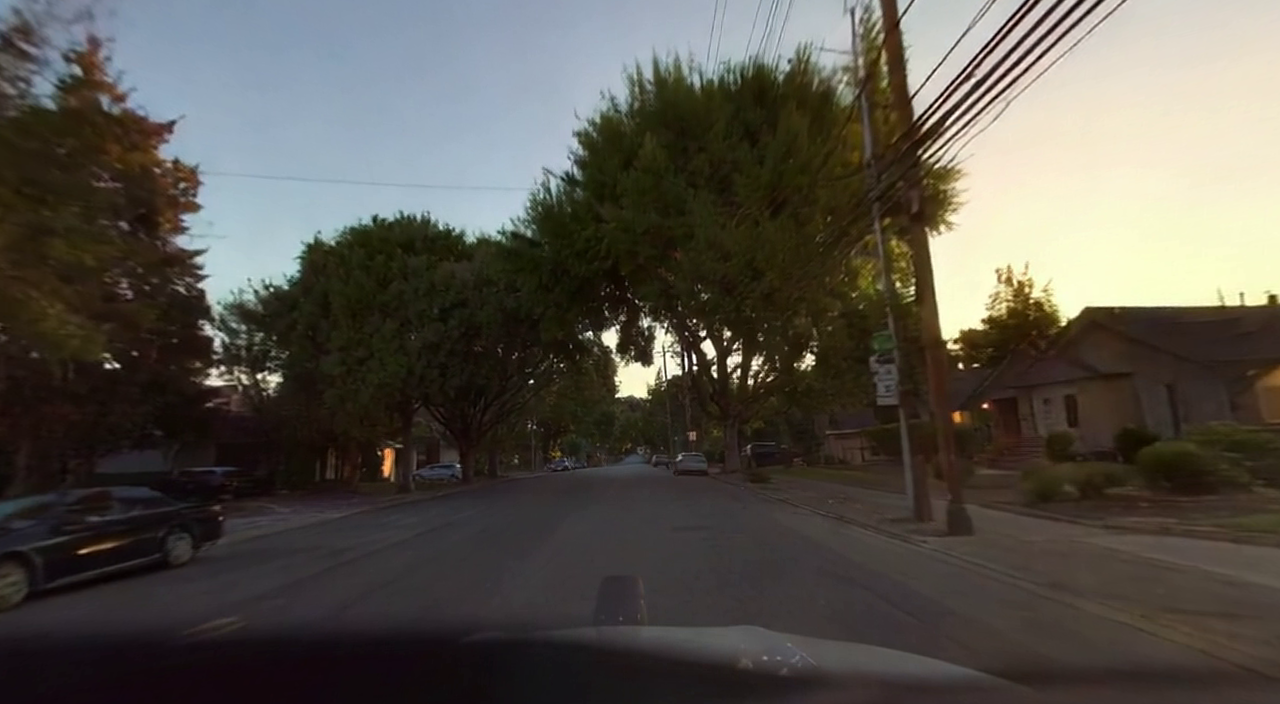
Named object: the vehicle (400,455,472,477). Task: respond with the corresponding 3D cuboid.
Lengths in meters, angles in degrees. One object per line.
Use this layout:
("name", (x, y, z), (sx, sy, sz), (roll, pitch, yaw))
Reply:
("vehicle", (-14.964, 8.381, 46.578), (4.647, 1.497, 1.970), (0, -9, -2))

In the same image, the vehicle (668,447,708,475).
("vehicle", (3.135, 7.201, 41.843), (2.128, 1.724, 4.492), (0, -9, -2))
